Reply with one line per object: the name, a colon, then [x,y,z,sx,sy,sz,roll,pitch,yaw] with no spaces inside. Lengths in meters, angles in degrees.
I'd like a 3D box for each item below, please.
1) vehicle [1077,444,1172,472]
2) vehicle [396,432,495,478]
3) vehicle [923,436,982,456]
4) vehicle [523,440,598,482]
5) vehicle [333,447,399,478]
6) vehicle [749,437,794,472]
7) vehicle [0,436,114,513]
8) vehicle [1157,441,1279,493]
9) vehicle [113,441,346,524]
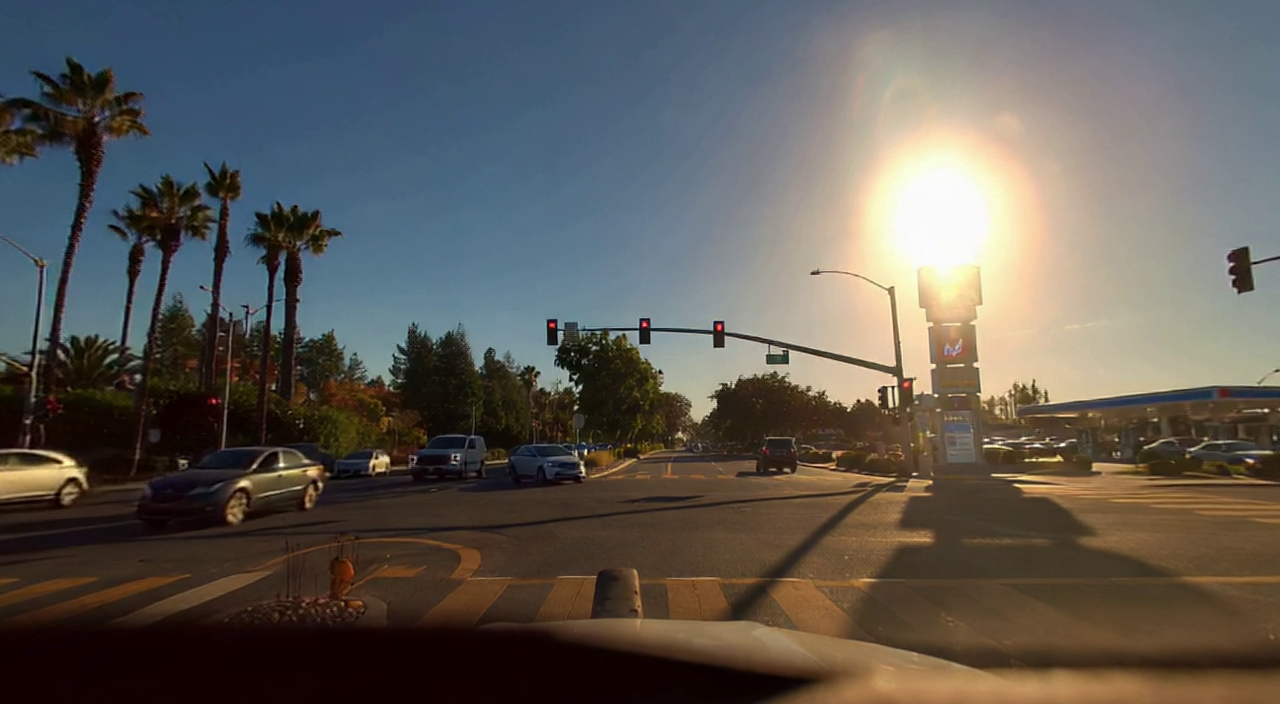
vehicle: [24.278,5.306,31.732,3.474,1.376,1.538,0,-9,-2]
vehicle: [-8.629,4.647,28.776,2.609,1.865,5.875,0,-9,0]
vehicle: [22.561,6.774,45.654,3.356,1.395,1.559,0,-9,-1]
vehicle: [-3.385,4.425,25.965,2.079,1.490,5.064,3,-9,-19]
vehicle: [-15.122,6.085,35.115,1.809,1.605,4.033,0,-9,0]
vehicle: [6.949,5.482,33.890,1.929,1.719,4.892,-1,-9,7]
vehicle: [-15.250,2.796,14.481,1.852,1.705,5.263,0,-9,-1]
vehicle: [18.689,3.404,18.813,5.015,1.446,1.862,0,-9,-3]
vehicle: [-8.679,2.769,14.045,2.034,1.510,4.647,0,-9,0]
